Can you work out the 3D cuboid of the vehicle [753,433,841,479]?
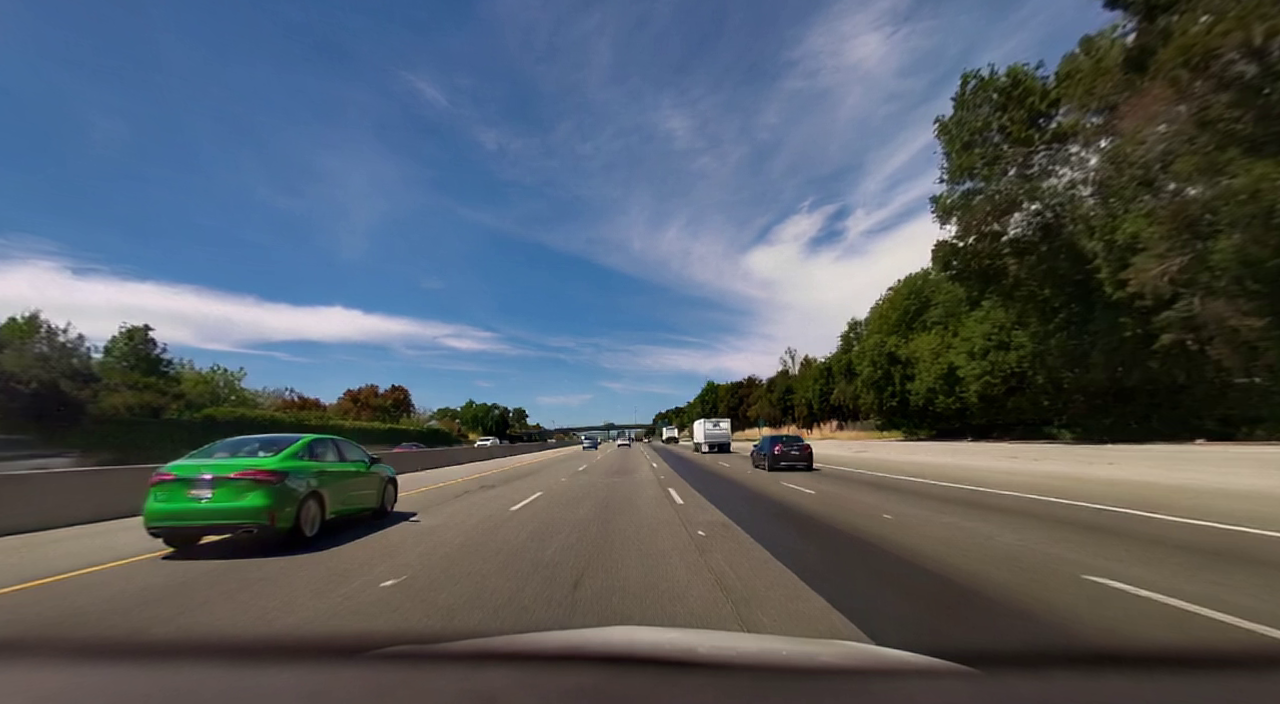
[{"bbox_3d":[5.234,3.503,21.595,1.920,1.436,3.890,0,-8,-2],"label":"vehicle"}]

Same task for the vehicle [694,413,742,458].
[{"bbox_3d":[5.392,5.892,44.446,2.588,2.910,5.511,0,-8,-1],"label":"vehicle"}]

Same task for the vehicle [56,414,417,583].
[{"bbox_3d":[-4.475,1.632,7.890,1.966,1.570,3.859,0,-8,-1],"label":"vehicle"}]
